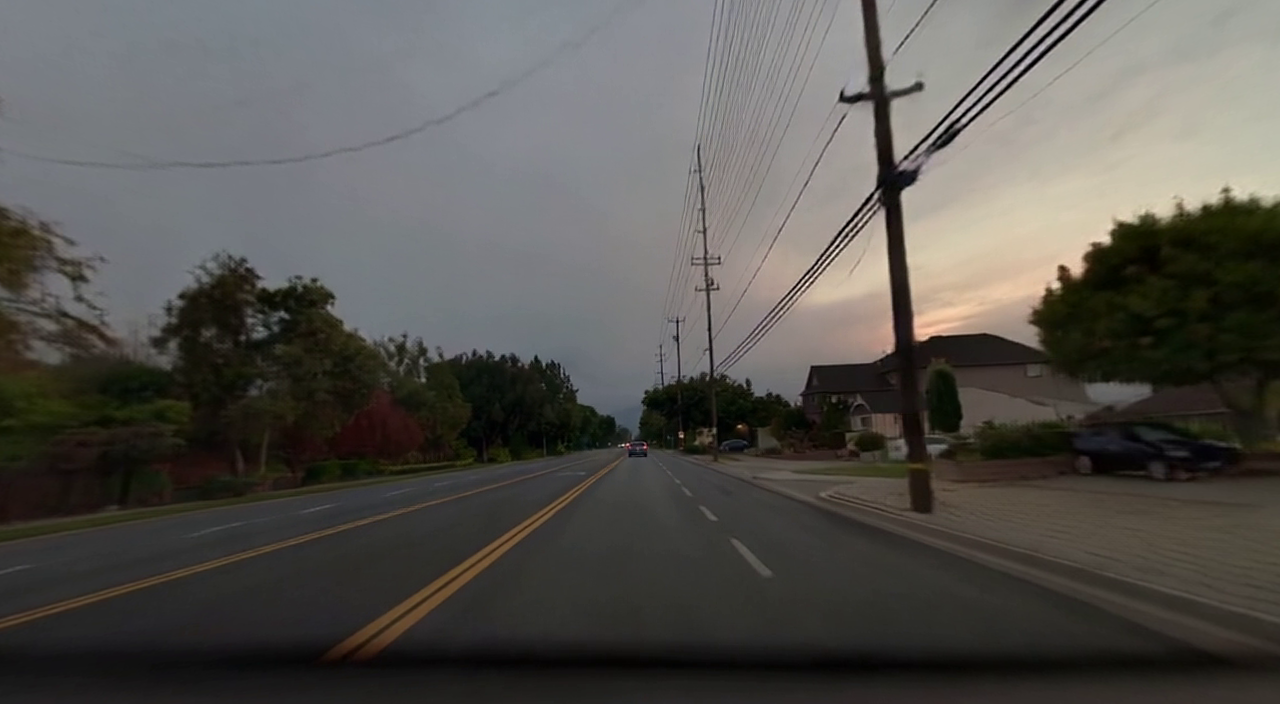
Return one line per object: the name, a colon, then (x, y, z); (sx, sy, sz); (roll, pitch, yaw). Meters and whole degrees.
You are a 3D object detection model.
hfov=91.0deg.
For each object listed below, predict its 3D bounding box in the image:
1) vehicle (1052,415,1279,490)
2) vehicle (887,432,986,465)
vehicle: (12.310, 2.380, 15.139); (1.846, 1.523, 4.492); (0, -8, 2)
vehicle: (14.368, 4.692, 30.641); (3.855, 1.548, 1.937); (0, -9, -4)
